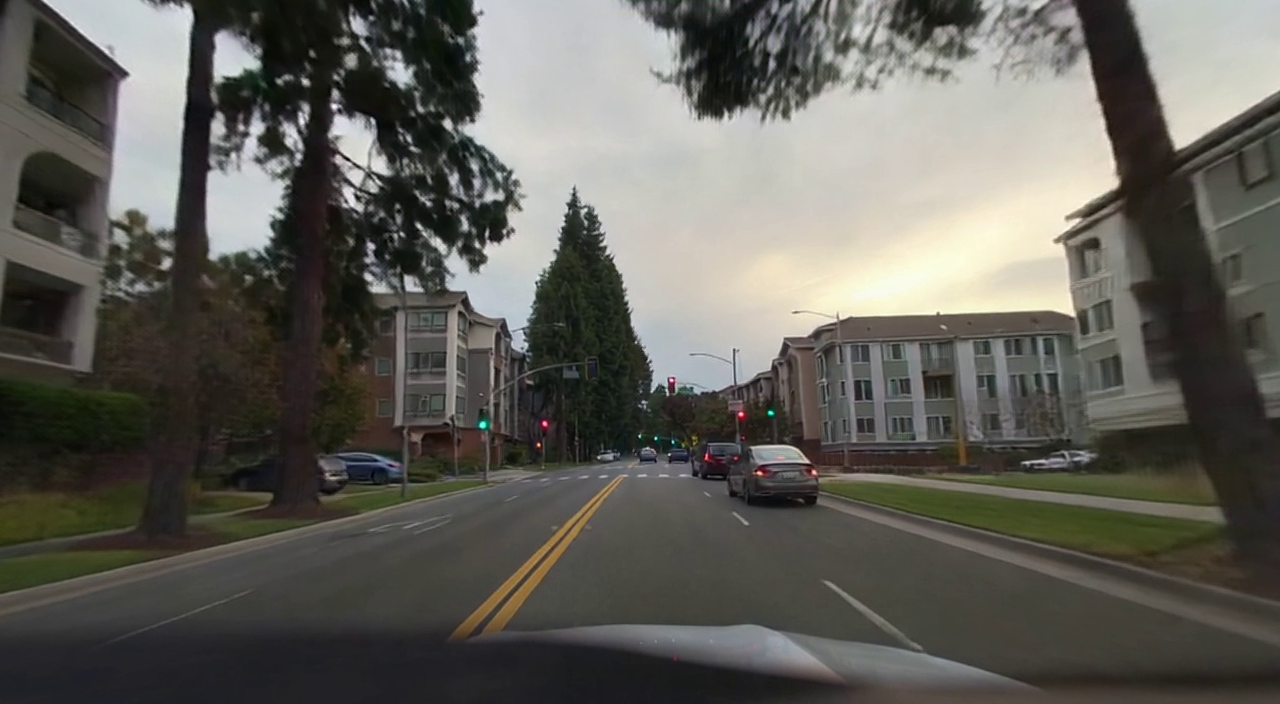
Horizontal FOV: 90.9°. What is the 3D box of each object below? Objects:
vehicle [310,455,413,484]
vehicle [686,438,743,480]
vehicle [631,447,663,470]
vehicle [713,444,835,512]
[{"bbox_3d":[-15.202,6.413,34.547,4.727,1.483,2.002,-1,-8,3],"label":"vehicle"},{"bbox_3d":[3.535,5.139,30.650,2.199,1.872,4.513,0,-8,0],"label":"vehicle"},{"bbox_3d":[0.460,7.404,44.051,2.097,1.463,4.043,0,-8,-1],"label":"vehicle"},{"bbox_3d":[3.254,3.147,16.398,2.078,1.488,4.741,0,-8,-1],"label":"vehicle"}]
